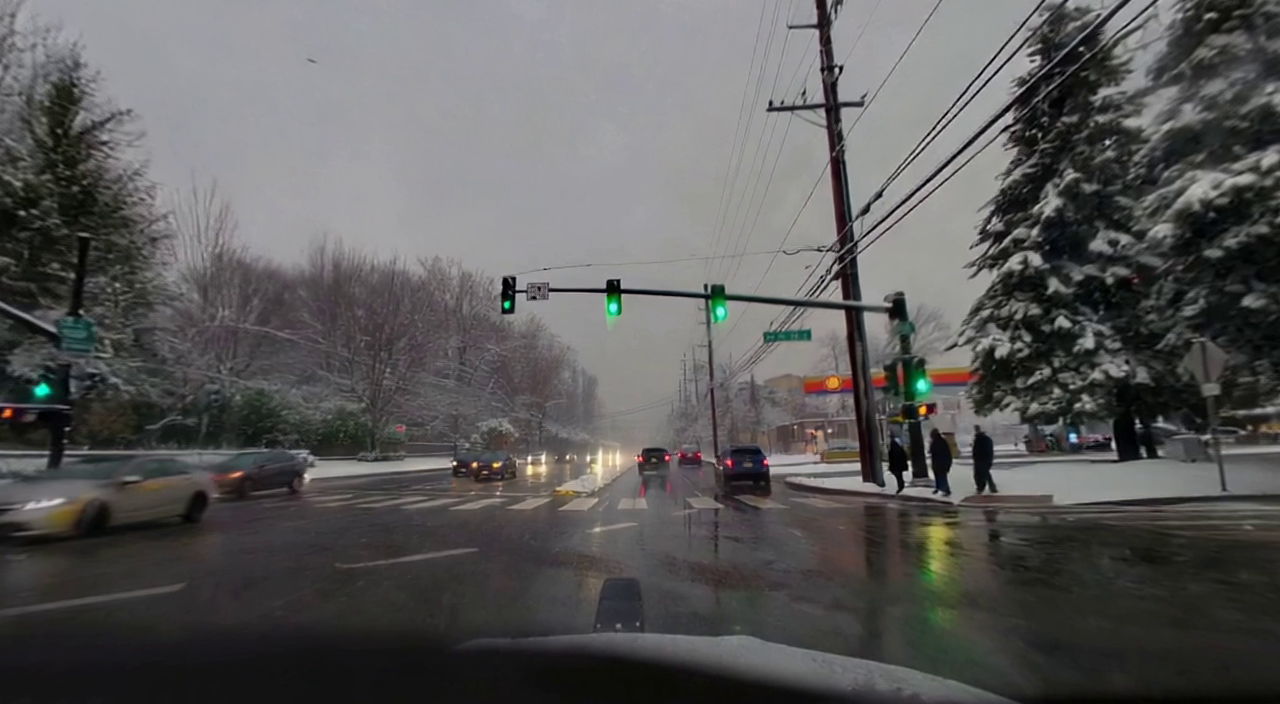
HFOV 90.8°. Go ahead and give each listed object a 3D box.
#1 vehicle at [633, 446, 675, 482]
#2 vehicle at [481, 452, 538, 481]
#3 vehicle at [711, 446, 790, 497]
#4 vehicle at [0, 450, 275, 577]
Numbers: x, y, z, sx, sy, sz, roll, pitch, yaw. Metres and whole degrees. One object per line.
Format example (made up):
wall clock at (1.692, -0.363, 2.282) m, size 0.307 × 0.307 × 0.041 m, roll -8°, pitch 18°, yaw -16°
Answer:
vehicle at (0.780, 6.109, 34.743) m, size 2.163 × 1.825 × 4.073 m, roll -1°, pitch -9°, yaw 1°
vehicle at (-7.480, 6.611, 36.727) m, size 2.109 × 1.525 × 4.562 m, roll -1°, pitch -9°, yaw 3°
vehicle at (3.795, 4.172, 22.445) m, size 1.990 × 1.592 × 4.294 m, roll -1°, pitch -9°, yaw 0°
vehicle at (-8.070, 2.333, 9.956) m, size 2.031 × 1.512 × 4.207 m, roll -1°, pitch -9°, yaw 2°
